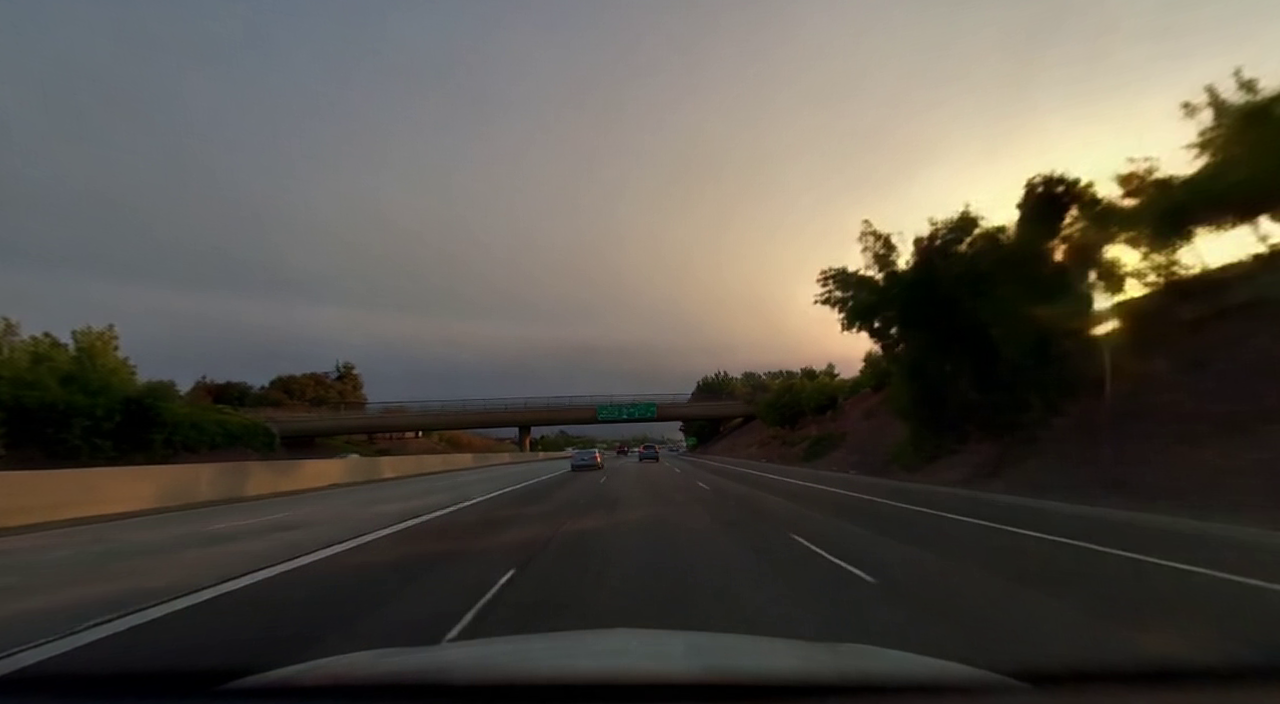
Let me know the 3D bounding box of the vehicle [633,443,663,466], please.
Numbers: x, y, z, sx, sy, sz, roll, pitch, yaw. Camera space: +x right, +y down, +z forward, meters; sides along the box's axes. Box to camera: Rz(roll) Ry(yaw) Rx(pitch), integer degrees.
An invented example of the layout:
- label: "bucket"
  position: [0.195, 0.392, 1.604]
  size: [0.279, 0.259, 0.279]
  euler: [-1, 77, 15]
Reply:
- label: "vehicle"
  position: [0.509, 7.033, 43.578]
  size: [1.970, 1.477, 4.158]
  euler: [0, -9, -1]
